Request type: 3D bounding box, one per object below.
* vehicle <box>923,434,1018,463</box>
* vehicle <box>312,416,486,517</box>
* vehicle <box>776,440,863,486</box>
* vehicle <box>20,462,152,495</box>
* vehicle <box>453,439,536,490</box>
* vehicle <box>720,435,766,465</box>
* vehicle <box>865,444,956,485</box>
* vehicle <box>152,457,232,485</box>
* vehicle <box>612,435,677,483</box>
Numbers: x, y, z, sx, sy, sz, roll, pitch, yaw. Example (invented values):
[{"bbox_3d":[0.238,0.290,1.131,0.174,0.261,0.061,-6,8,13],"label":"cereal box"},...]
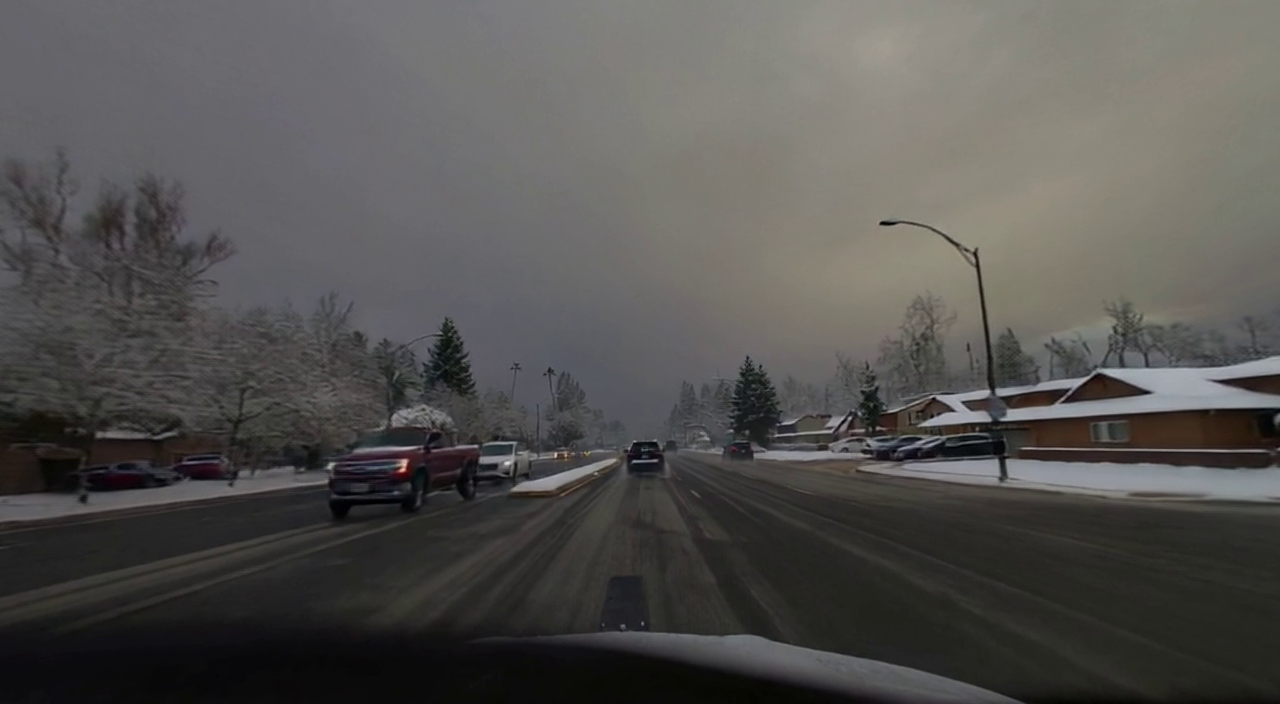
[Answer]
[{"bbox_3d":[18.994,5.565,36.340,4.368,1.499,1.828,-2,-8,2],"label":"vehicle"},{"bbox_3d":[-5.288,2.575,14.676,2.193,1.967,4.600,0,-8,0],"label":"vehicle"},{"bbox_3d":[6.390,3.986,22.957,1.897,1.477,4.360,0,-8,0],"label":"vehicle"},{"bbox_3d":[-26.476,6.054,30.243,4.548,1.441,1.946,-1,-8,2],"label":"vehicle"},{"bbox_3d":[-5.236,4.108,23.347,2.033,1.658,4.472,-1,-8,0],"label":"vehicle"},{"bbox_3d":[7.512,7.196,46.381,2.436,2.010,5.595,0,-8,0],"label":"vehicle"},{"bbox_3d":[11.014,4.592,26.049,1.854,1.477,4.525,2,-9,1],"label":"vehicle"},{"bbox_3d":[-26.641,7.062,37.666,1.726,1.442,4.081,0,-8,1],"label":"vehicle"},{"bbox_3d":[0.122,4.127,24.536,2.289,1.679,4.180,0,-8,-1],"label":"vehicle"}]
